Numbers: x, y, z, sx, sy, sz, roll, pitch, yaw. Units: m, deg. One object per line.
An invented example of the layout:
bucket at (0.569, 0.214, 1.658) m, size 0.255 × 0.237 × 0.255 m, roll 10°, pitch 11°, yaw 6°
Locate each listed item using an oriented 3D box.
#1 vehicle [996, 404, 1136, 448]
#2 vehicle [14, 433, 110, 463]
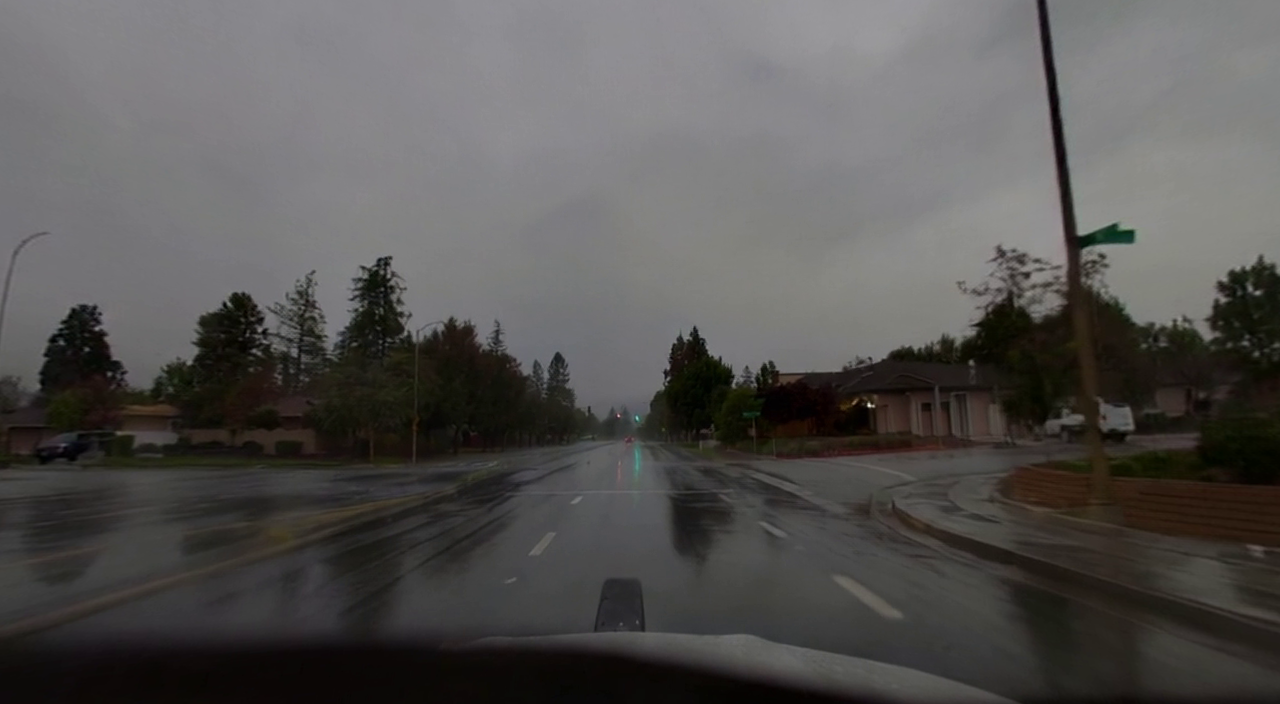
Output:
vehicle at (18.812, 3.308, 28.093) m, size 4.698 × 1.583 × 2.081 m, roll 2°, pitch -11°, yaw 1°
vehicle at (-30.045, 5.007, 33.020) m, size 1.991 × 1.435 × 4.421 m, roll 3°, pitch -9°, yaw -19°
